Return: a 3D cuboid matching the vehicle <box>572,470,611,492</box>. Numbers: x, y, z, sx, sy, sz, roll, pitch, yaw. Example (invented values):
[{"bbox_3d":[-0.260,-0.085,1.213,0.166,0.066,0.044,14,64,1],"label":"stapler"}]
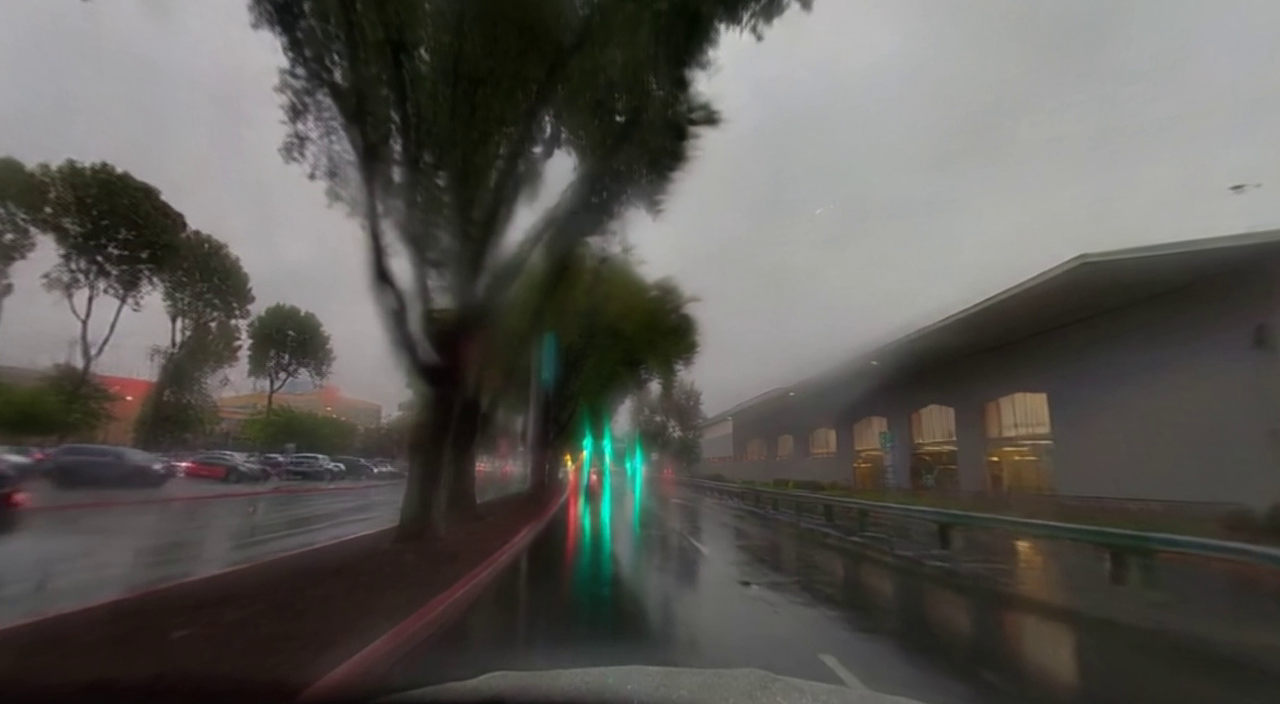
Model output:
[{"bbox_3d":[-2.913,7.599,37.034,1.775,1.186,2.933,3,-11,-14],"label":"vehicle"}]
